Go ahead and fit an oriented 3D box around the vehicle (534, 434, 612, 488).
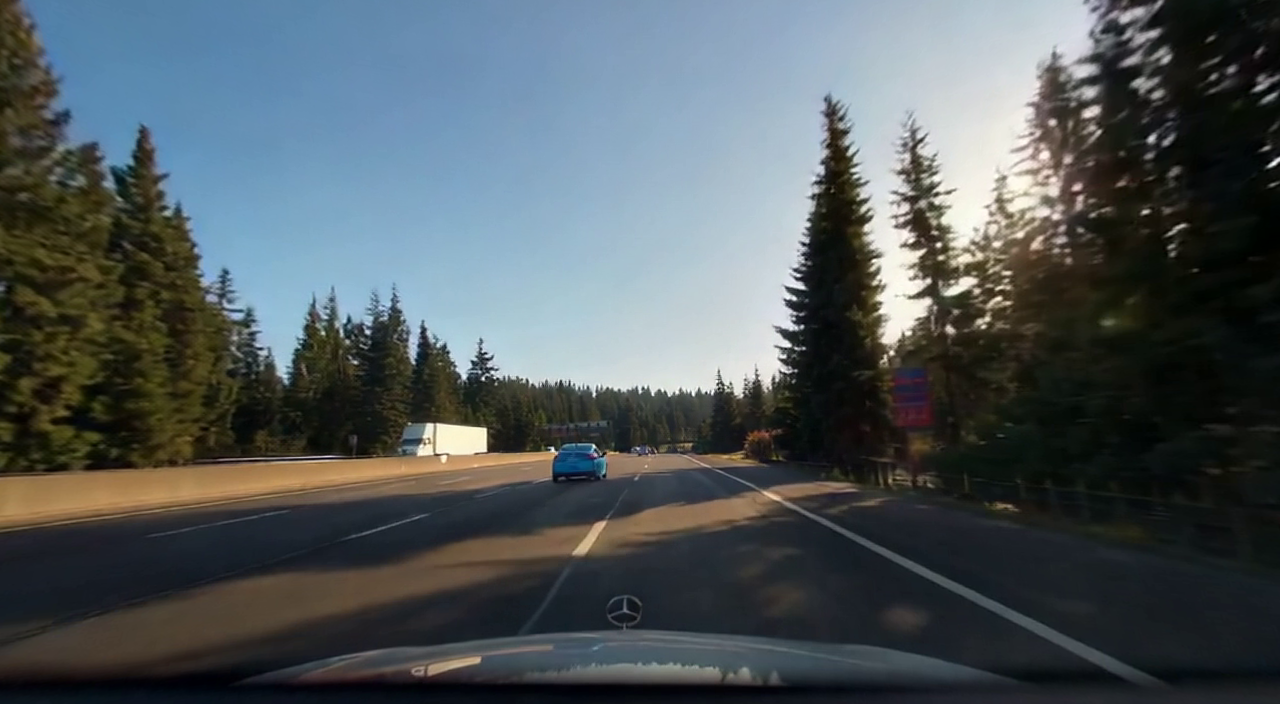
[{"bbox_3d":[-2.235,3.769,22.139,2.133,1.686,4.203,-1,-8,2],"label":"vehicle"}]
